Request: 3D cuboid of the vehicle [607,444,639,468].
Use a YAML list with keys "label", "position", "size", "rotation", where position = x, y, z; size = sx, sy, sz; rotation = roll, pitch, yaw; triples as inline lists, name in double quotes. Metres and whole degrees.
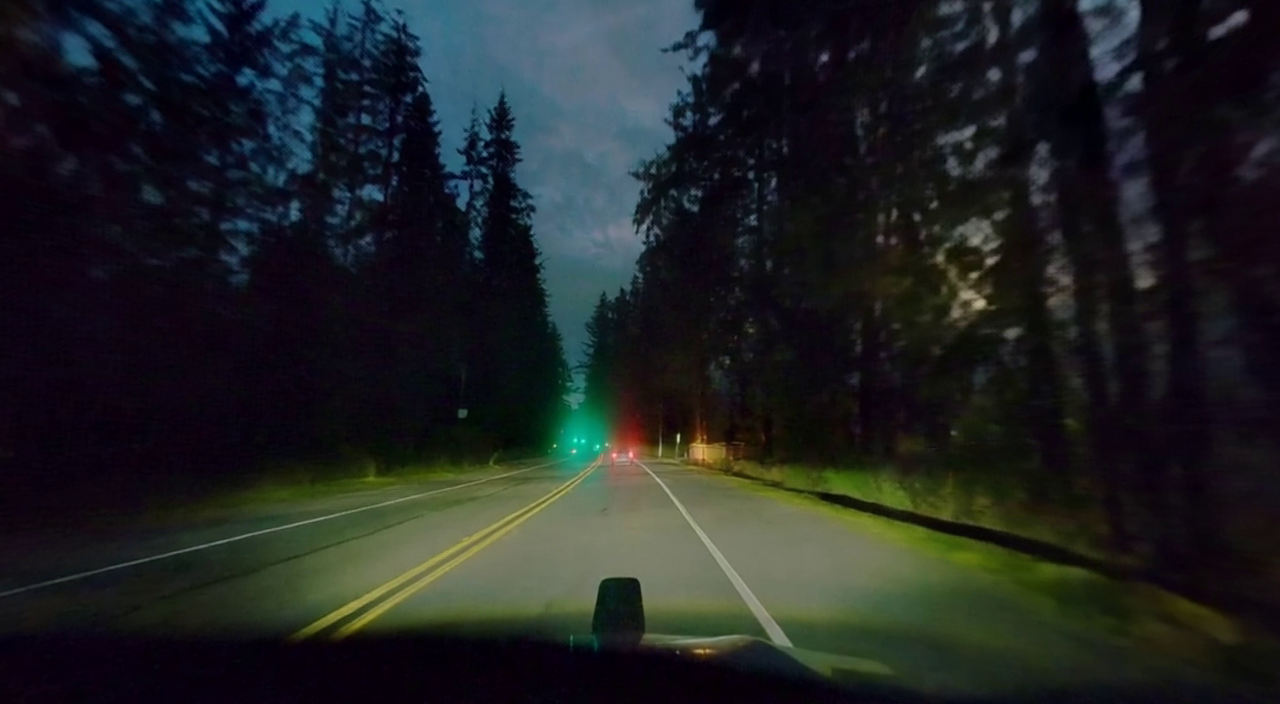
- label: "vehicle"
  position: [-1.136, 6.834, 41.708]
  size: [2.042, 1.489, 3.963]
  rotation: [0, -9, -2]
